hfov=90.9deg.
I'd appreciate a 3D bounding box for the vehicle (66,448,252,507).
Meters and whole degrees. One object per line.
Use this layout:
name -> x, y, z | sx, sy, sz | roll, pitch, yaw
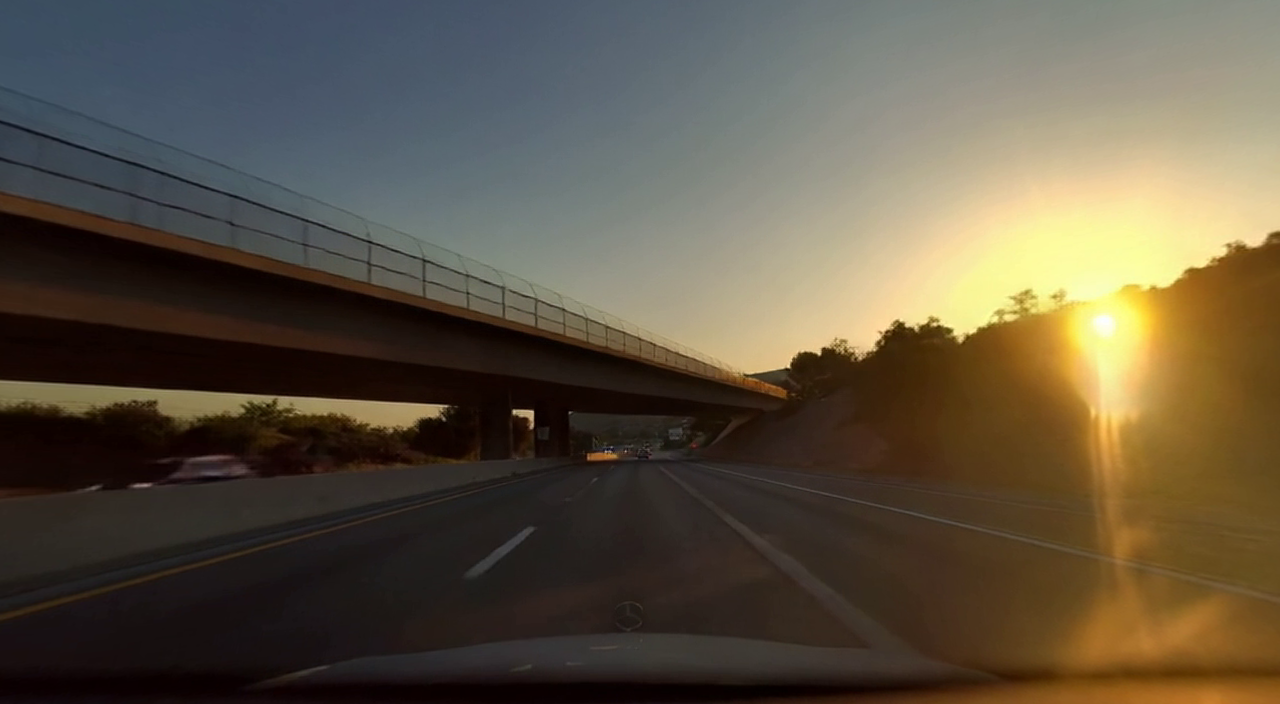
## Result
vehicle -> -15.345, 4.000, 20.612 | 2.014, 1.655, 5.178 | 0, -9, -1
